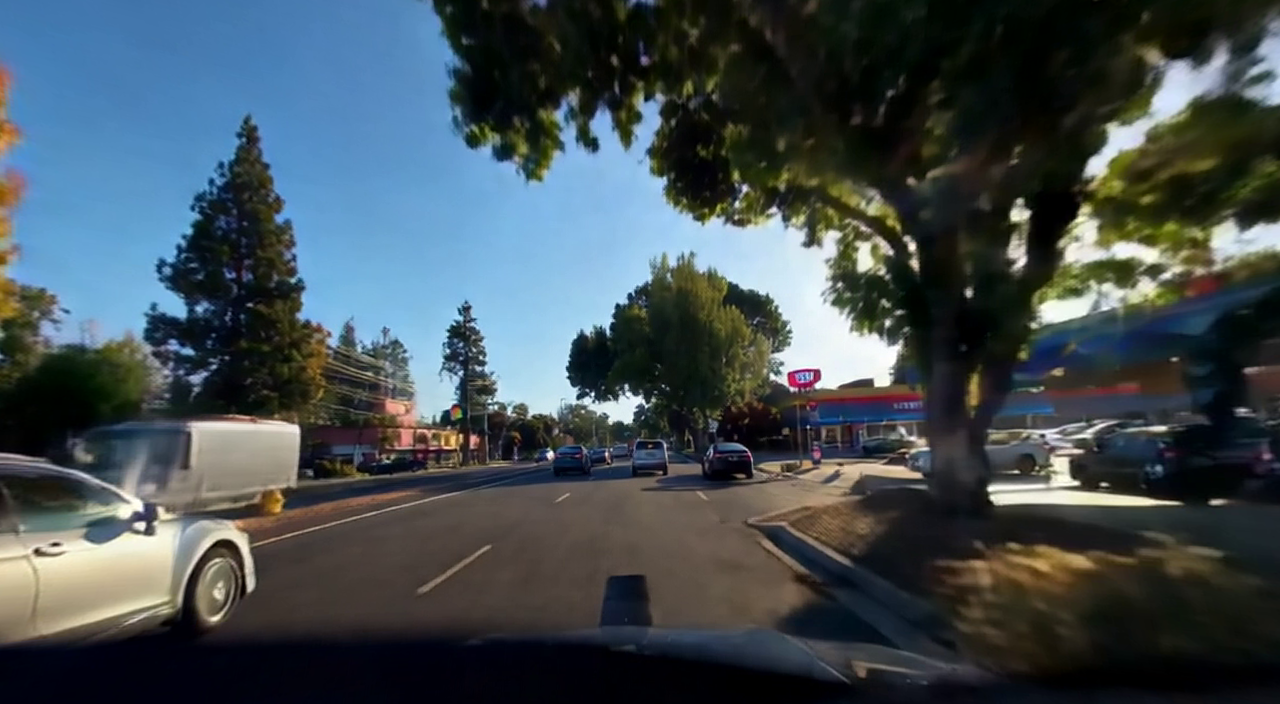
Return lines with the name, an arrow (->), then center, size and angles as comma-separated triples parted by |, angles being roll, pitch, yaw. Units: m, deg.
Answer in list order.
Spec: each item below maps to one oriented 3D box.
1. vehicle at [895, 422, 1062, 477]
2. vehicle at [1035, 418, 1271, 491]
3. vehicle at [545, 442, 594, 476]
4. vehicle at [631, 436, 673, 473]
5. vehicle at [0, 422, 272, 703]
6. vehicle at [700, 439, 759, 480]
vehicle -> 11.638, 3.393, 21.948 | 4.808, 1.712, 2.061 | -5, -10, 29
vehicle -> 11.926, 2.437, 15.175 | 1.959, 1.472, 4.473 | 0, -9, 1
vehicle -> -3.608, 5.554, 32.943 | 2.026, 1.665, 4.193 | 0, -9, 1
vehicle -> 0.597, 5.615, 34.582 | 2.193, 1.873, 4.033 | 0, -9, 0
vehicle -> -4.034, 1.078, 2.974 | 1.908, 1.481, 4.351 | 0, -9, 1
vehicle -> 3.775, 4.586, 27.092 | 1.922, 1.579, 3.642 | 0, -9, -1
